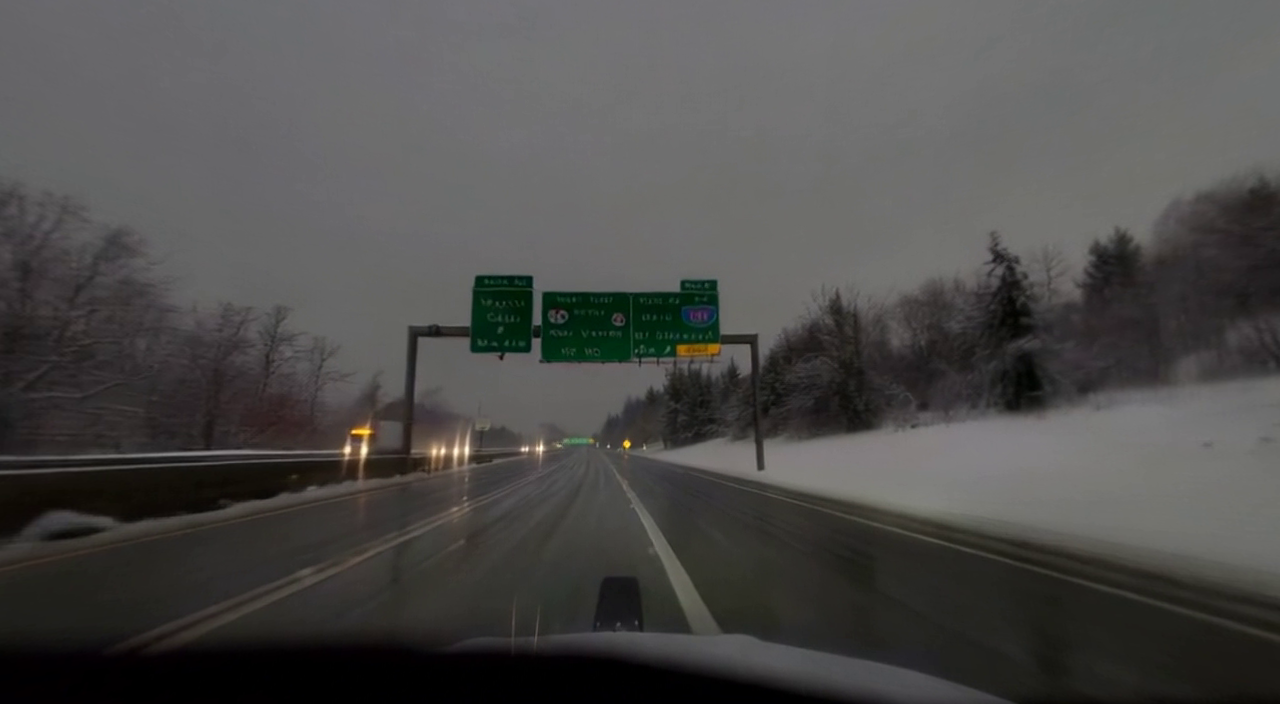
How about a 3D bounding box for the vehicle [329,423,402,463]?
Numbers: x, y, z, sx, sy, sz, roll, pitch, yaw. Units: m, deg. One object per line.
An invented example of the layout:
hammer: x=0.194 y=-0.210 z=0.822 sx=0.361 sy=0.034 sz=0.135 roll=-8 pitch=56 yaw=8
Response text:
vehicle: x=-20.556 y=6.947 z=47.438 sx=2.621 sy=2.778 sz=7.284 roll=0 pitch=-9 yaw=-3
